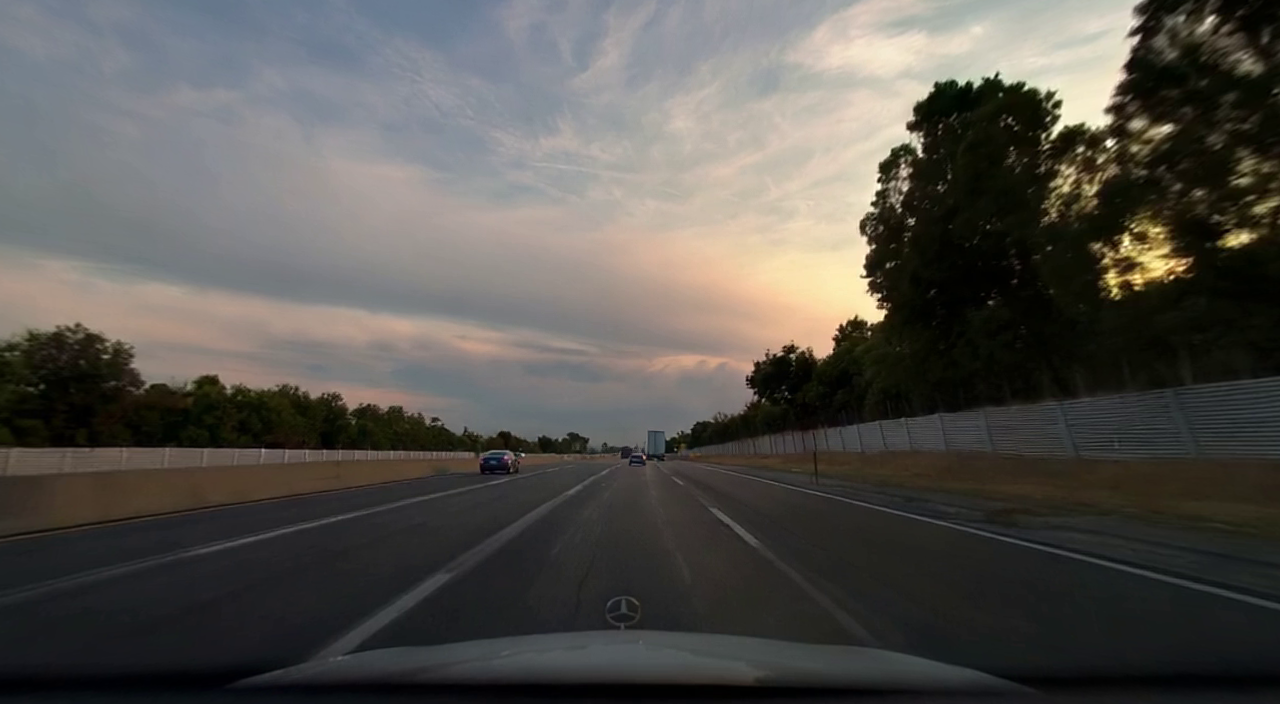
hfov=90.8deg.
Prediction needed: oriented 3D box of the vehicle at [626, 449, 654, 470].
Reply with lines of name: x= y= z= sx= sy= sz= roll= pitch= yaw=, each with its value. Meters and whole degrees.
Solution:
vehicle: x=-0.030 y=8.314 z=48.951 sx=2.033 sy=1.465 sz=3.775 roll=0 pitch=-9 yaw=-1

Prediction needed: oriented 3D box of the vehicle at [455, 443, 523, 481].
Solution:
vehicle: x=-7.330 y=5.377 z=31.117 sx=2.123 sy=1.671 sz=4.579 roll=-1 pitch=-9 yaw=1
